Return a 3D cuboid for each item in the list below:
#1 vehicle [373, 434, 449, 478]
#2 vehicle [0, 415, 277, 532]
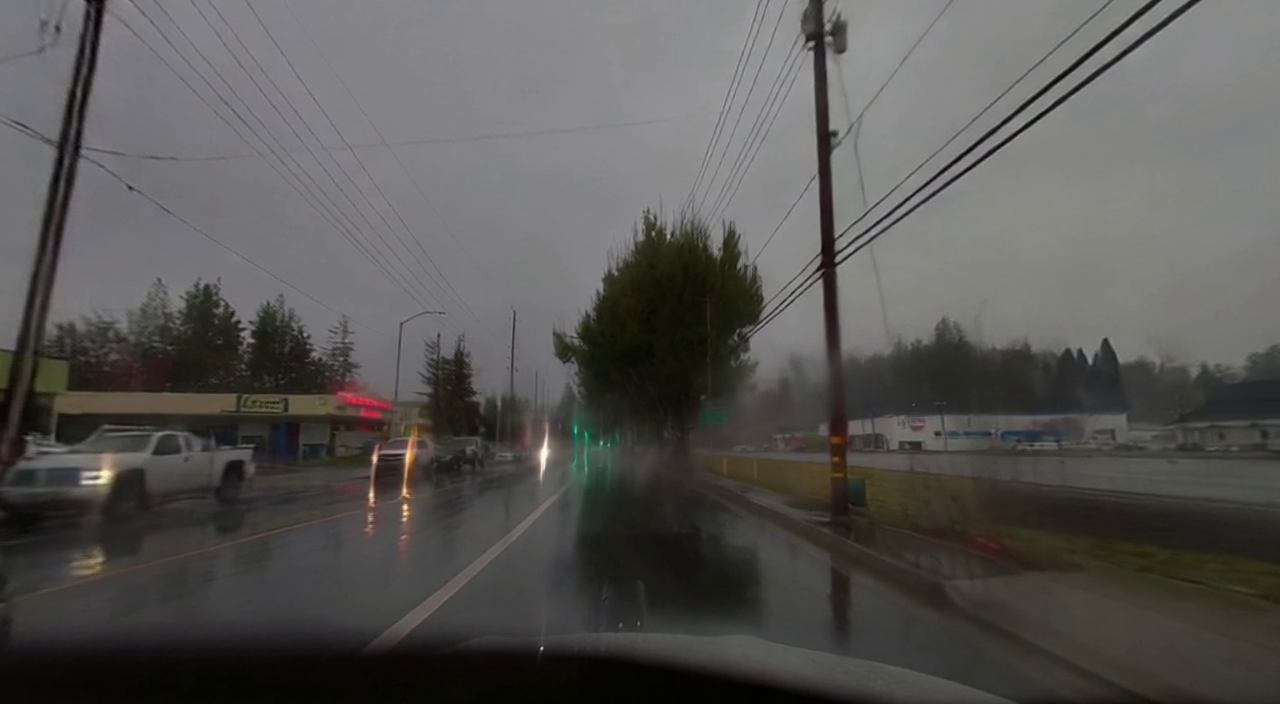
[{"bbox_3d":[-10.570,4.839,29.614,2.016,1.872,5.297,1,-9,-6],"label":"vehicle"},{"bbox_3d":[-9.666,2.296,12.555,1.983,1.799,5.276,1,-9,-3],"label":"vehicle"}]
